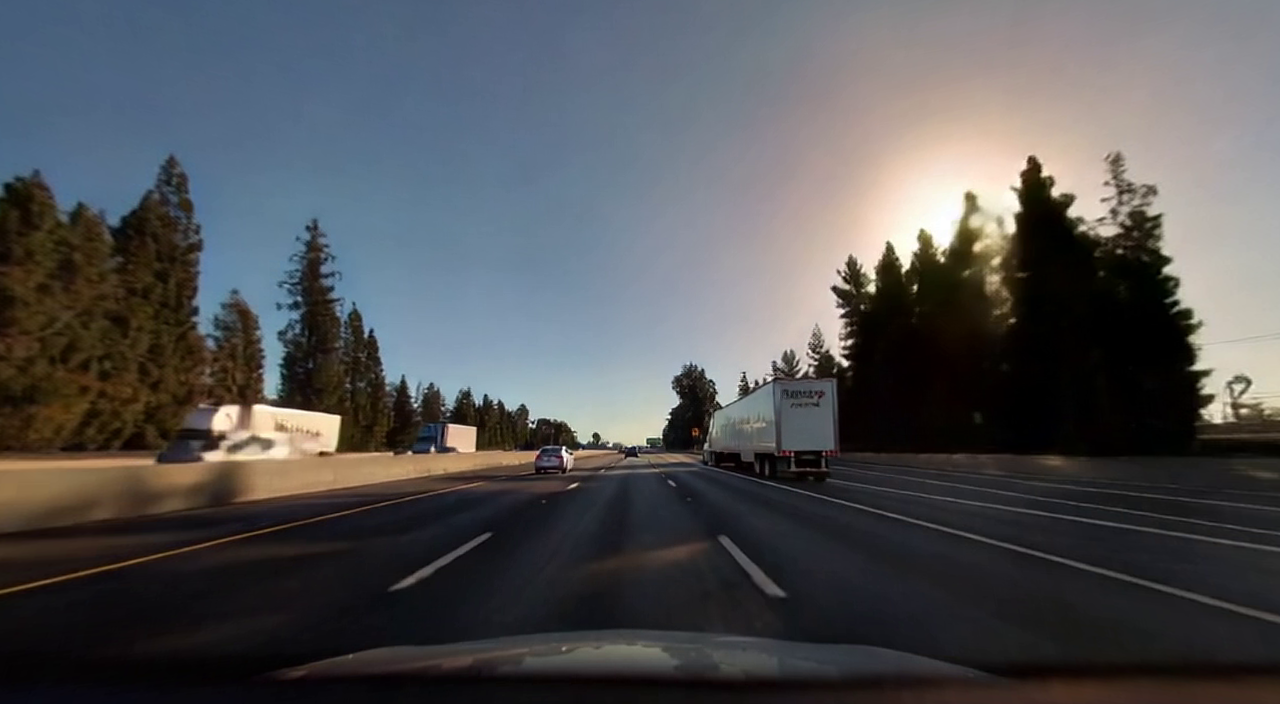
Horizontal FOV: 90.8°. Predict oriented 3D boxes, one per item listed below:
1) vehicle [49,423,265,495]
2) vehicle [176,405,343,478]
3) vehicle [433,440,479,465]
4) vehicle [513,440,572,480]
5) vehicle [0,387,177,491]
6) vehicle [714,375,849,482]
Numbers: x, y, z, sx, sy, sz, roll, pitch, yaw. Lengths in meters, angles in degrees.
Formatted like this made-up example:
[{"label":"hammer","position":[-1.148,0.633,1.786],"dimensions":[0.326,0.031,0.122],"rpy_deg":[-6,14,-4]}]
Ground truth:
[{"label":"vehicle","position":[-13.118,2.954,17.720],"dimensions":[2.193,1.724,4.842],"rpy_deg":[0,-9,0]},{"label":"vehicle","position":[-21.195,5.191,36.396],"dimensions":[2.988,3.535,10.678],"rpy_deg":[0,-9,0]},{"label":"vehicle","position":[-14.028,7.696,48.499],"dimensions":[2.177,1.837,4.780],"rpy_deg":[0,-9,-1]},{"label":"vehicle","position":[-4.331,4.880,28.668],"dimensions":[2.027,1.651,4.099],"rpy_deg":[0,-9,0]},{"label":"vehicle","position":[-25.270,3.429,24.713],"dimensions":[2.849,3.846,15.601],"rpy_deg":[0,-9,-1]},{"label":"vehicle","position":[6.465,4.182,32.712],"dimensions":[2.919,4.195,15.833],"rpy_deg":[0,-9,-1]}]
